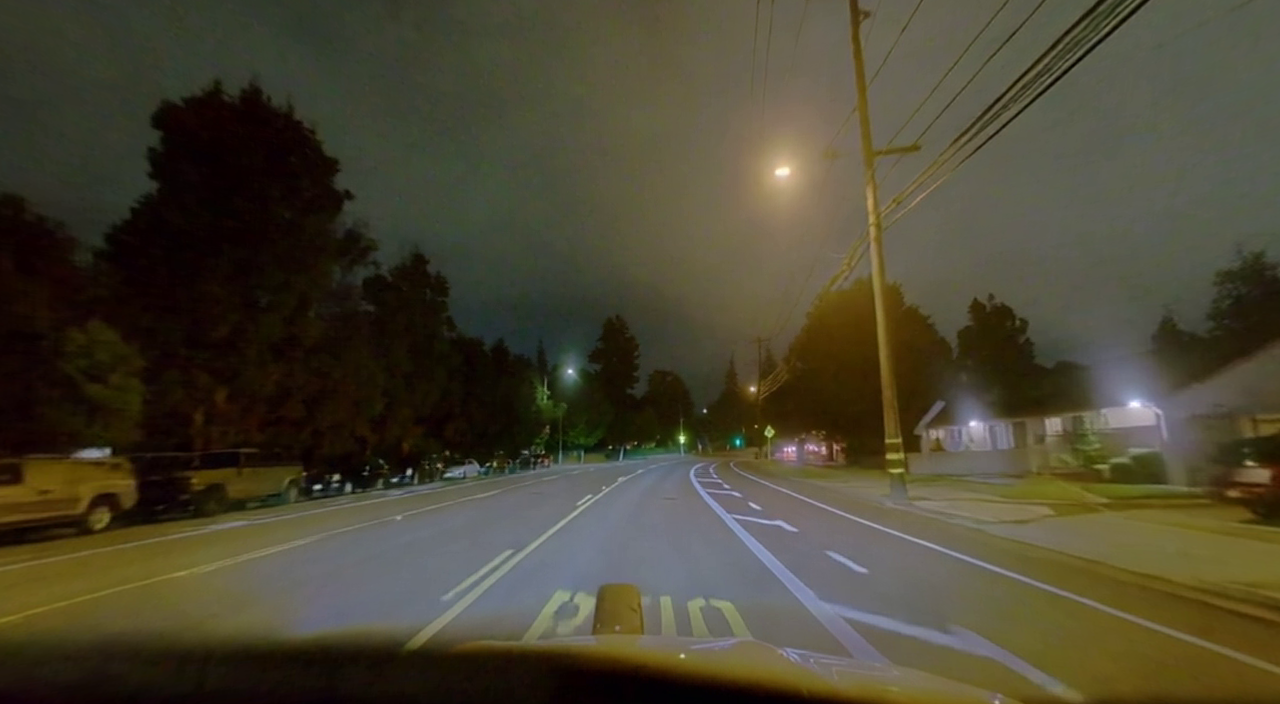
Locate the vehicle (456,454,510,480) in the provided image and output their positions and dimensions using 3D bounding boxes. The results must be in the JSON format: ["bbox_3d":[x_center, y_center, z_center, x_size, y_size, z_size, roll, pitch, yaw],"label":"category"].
[{"bbox_3d":[-10.120,7.452,40.959,1.945,1.514,4.635,-1,-9,6],"label":"vehicle"}]

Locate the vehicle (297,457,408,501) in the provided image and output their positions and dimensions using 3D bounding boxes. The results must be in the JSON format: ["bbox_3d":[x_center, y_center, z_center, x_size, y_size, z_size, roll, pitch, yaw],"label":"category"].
[{"bbox_3d":[-11.192,4.951,24.910,1.908,1.491,4.627,-1,-9,4],"label":"vehicle"}]

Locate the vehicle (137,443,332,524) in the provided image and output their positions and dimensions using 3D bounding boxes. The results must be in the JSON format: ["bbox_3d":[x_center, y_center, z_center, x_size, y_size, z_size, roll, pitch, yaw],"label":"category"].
[{"bbox_3d":[-11.610,3.776,18.696,2.114,1.925,5.449,-3,-9,1],"label":"vehicle"}]

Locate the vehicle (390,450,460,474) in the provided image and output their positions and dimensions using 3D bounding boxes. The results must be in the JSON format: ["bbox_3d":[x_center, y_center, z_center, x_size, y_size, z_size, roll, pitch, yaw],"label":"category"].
[{"bbox_3d":[-15.719,8.060,46.171,4.411,1.737,1.950,0,-9,-3],"label":"vehicle"}]

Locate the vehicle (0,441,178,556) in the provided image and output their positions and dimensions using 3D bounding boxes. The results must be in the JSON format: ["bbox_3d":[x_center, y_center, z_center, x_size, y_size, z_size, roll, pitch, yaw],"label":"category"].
[{"bbox_3d":[-11.740,2.658,11.472,2.225,1.887,5.672,-3,-9,1],"label":"vehicle"}]
